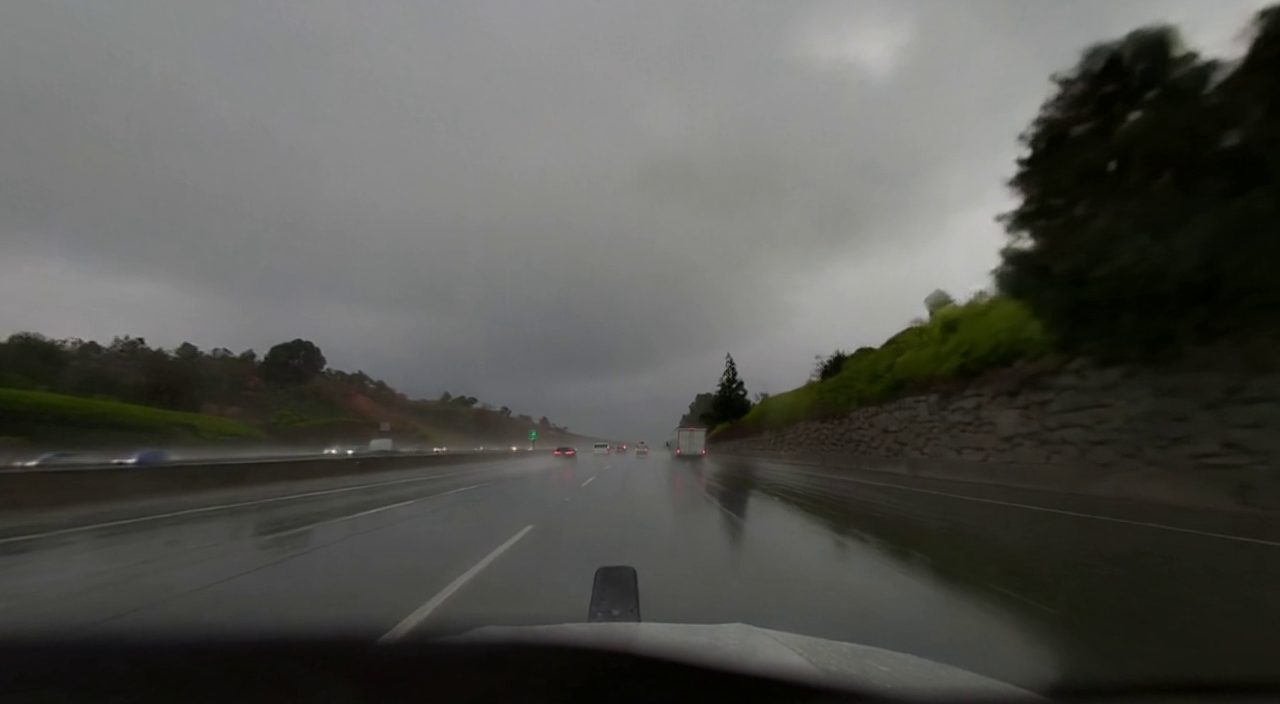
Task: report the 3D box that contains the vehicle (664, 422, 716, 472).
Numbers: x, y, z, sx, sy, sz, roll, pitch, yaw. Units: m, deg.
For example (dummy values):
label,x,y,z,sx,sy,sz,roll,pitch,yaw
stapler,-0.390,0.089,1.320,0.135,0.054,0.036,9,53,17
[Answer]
label,x,y,z,sx,sy,sz,roll,pitch,yaw
vehicle,3.398,6.795,44.951,2.795,3.187,7.205,0,-9,-3
